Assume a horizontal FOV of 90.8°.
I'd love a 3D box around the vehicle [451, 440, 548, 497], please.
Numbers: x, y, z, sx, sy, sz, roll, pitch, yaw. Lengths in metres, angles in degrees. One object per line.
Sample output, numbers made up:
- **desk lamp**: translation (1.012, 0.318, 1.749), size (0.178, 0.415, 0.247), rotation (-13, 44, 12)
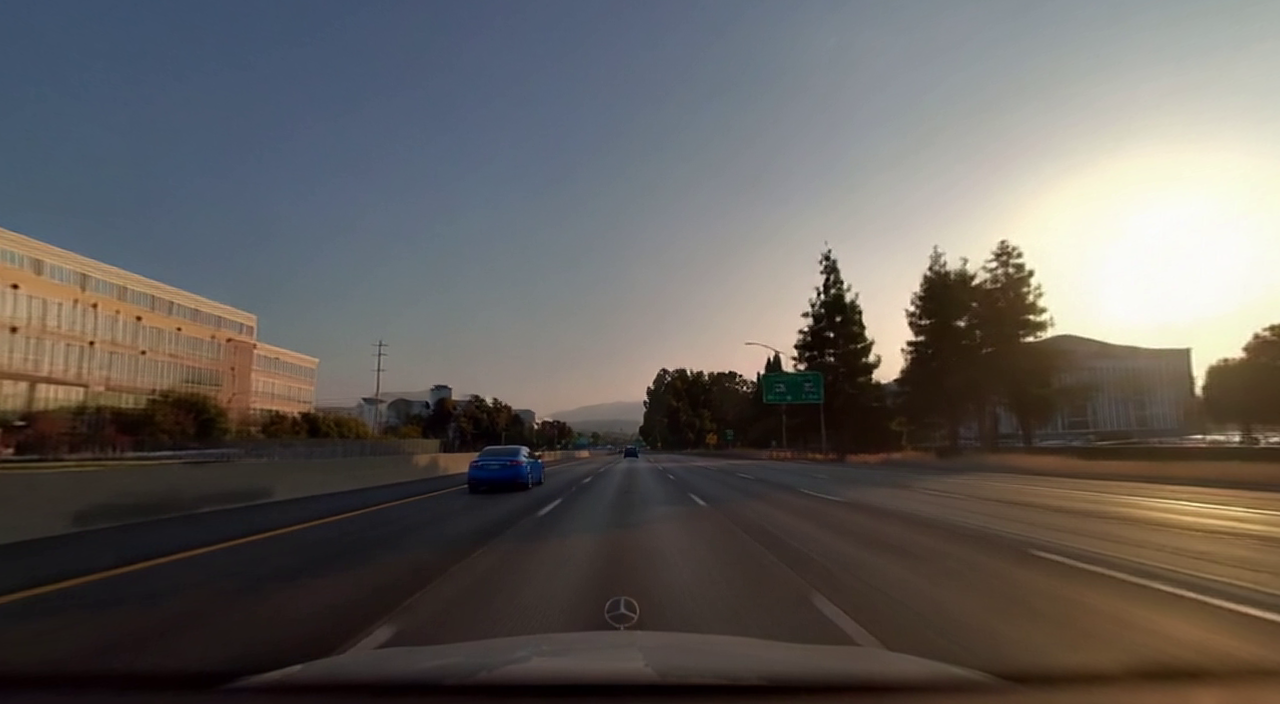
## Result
- **vehicle**: translation (-4.026, 3.411, 18.940), size (1.900, 1.492, 4.495), rotation (0, -9, 0)
